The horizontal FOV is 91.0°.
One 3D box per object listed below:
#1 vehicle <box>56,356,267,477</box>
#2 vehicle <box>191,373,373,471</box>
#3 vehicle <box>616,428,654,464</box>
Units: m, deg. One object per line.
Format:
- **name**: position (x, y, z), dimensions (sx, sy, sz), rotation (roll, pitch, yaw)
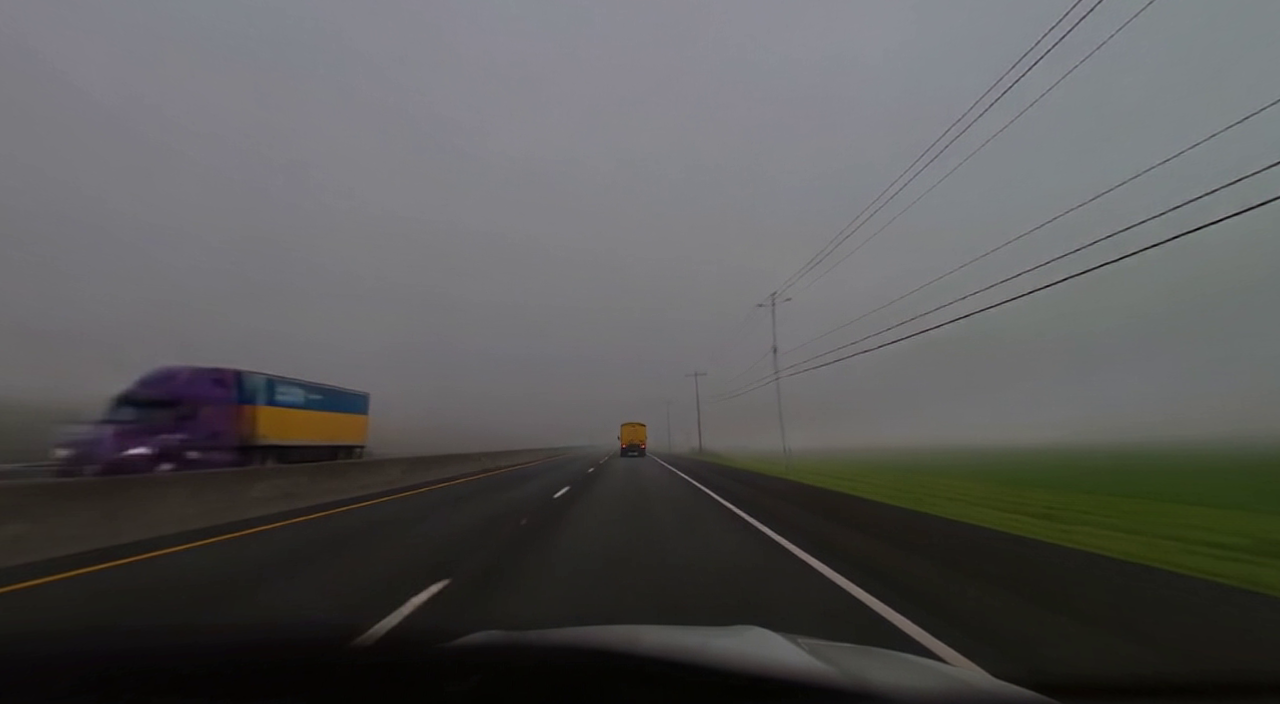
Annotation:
- **vehicle**: position (-16.857, 2.433, 22.876), dimensions (2.967, 3.820, 5.896), rotation (0, -8, -1)
- **vehicle**: position (-17.046, 3.630, 31.377), dimensions (2.992, 4.025, 10.640), rotation (0, -8, -1)
- **vehicle**: position (-0.369, 5.947, 40.014), dimensions (2.240, 2.129, 4.480), rotation (0, -8, -2)
